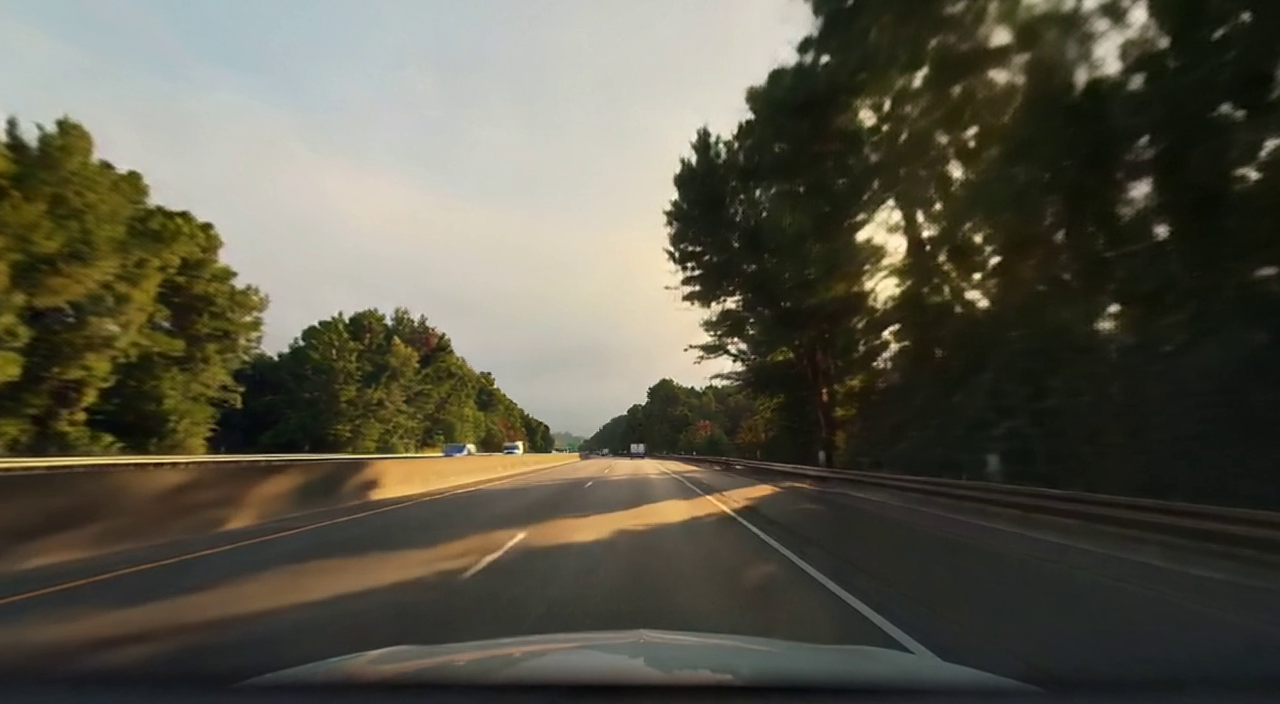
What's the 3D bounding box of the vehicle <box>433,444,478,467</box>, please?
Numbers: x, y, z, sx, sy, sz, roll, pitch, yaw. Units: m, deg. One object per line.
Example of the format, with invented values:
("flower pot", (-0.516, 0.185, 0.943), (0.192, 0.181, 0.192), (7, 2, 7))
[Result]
("vehicle", (-12.425, 7.013, 42.724), (1.822, 1.474, 4.238), (0, -9, 0))
